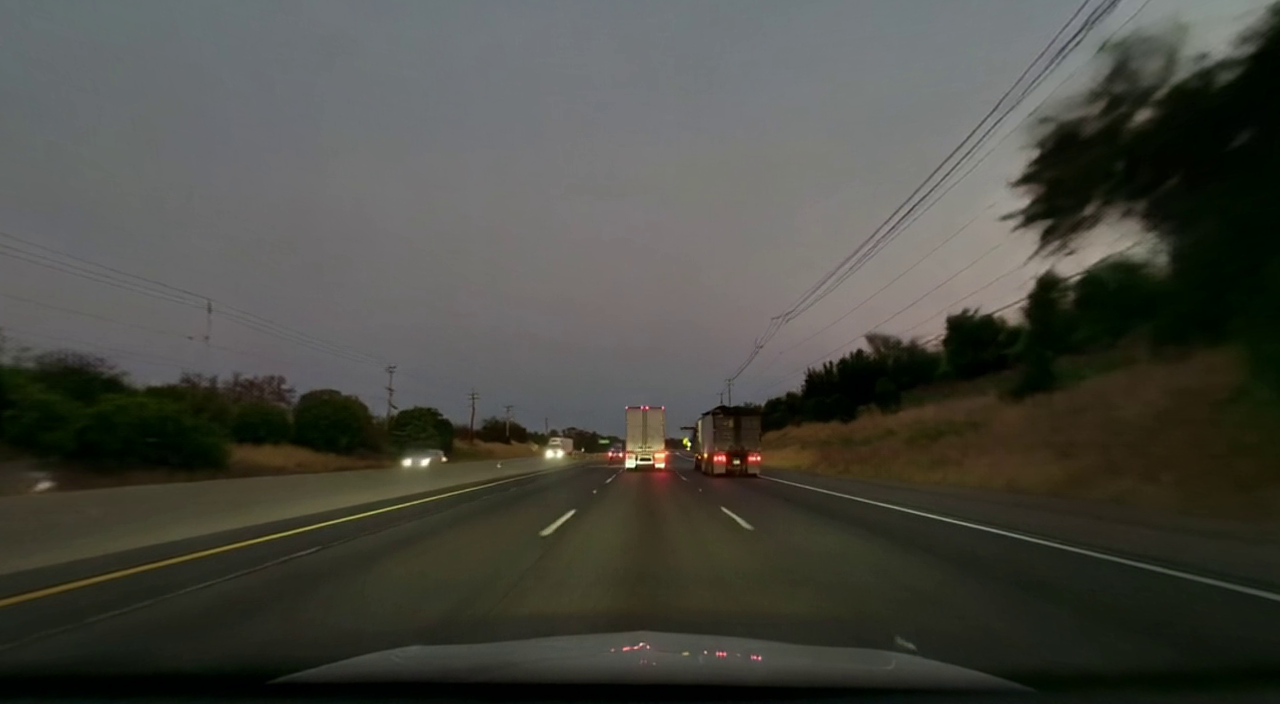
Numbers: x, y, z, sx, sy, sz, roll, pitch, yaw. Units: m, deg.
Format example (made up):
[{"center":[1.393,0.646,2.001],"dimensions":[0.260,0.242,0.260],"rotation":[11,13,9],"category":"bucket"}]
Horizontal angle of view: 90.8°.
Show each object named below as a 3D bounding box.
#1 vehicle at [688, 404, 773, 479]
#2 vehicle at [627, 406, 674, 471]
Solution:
[{"center":[4.421,4.766,32.979],"dimensions":[2.938,3.378,8.820],"rotation":[0,-9,-1],"category":"vehicle"},{"center":[0.667,6.572,46.767],"dimensions":[2.997,4.076,13.224],"rotation":[0,-9,0],"category":"vehicle"}]
